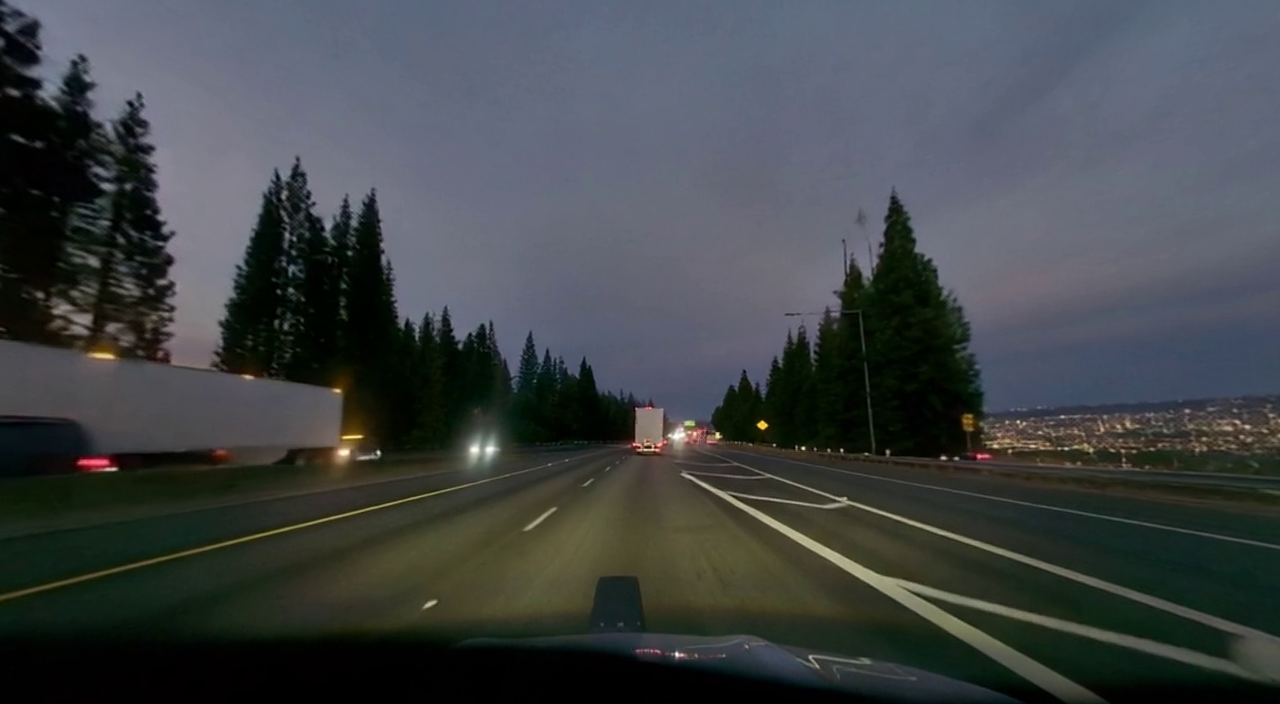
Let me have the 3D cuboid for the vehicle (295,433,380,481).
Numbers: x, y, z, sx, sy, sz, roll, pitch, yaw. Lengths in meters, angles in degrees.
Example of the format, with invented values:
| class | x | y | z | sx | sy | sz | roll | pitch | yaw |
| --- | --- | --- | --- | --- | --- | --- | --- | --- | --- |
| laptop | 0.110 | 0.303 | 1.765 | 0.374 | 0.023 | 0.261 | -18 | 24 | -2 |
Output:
| class | x | y | z | sx | sy | sz | roll | pitch | yaw |
| --- | --- | --- | --- | --- | --- | --- | --- | --- | --- |
| vehicle | -17.893 | 6.226 | 37.681 | 2.360 | 2.607 | 5.290 | 0 | -8 | 0 |
